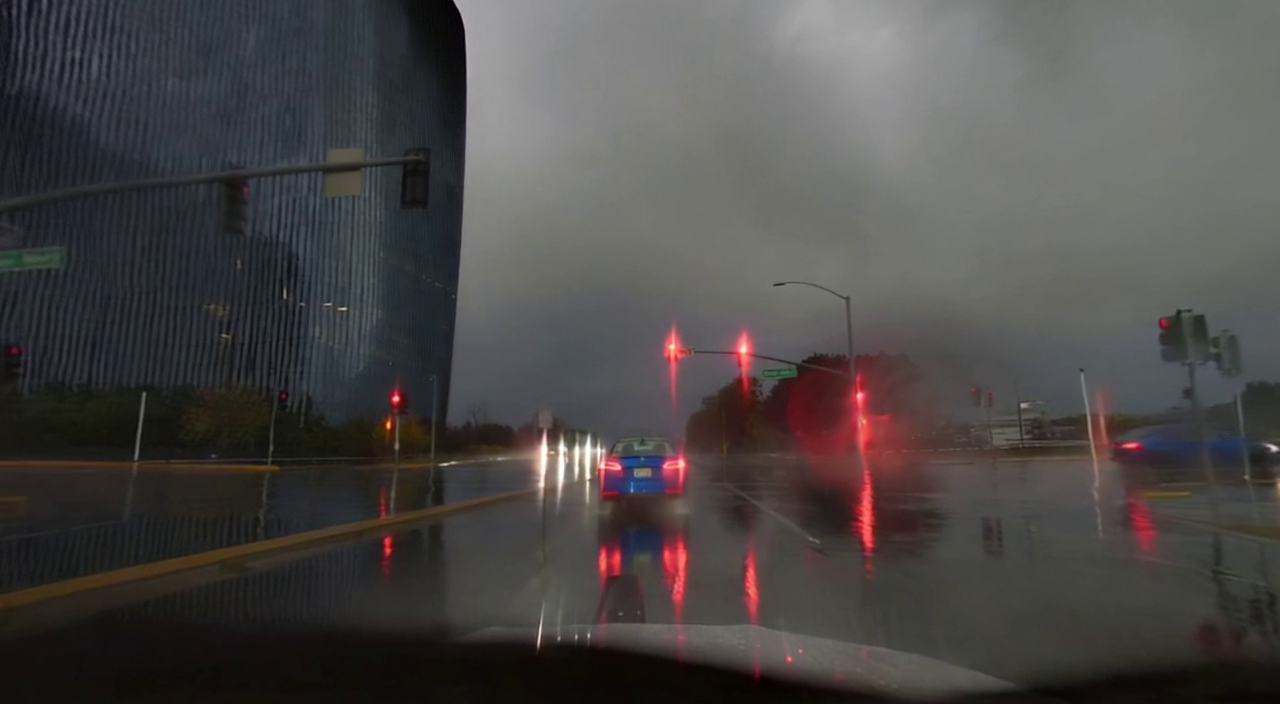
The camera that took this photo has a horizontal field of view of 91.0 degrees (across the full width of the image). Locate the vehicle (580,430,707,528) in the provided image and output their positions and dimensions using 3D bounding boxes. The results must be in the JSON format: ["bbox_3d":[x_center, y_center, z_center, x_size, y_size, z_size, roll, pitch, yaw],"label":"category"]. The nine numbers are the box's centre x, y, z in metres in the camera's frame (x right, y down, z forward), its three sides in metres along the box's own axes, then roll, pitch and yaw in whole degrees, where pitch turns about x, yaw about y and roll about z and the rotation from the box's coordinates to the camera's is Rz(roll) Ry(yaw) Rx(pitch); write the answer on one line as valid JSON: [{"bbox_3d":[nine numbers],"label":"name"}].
[{"bbox_3d":[0.161,2.330,12.105,2.014,1.525,4.197,0,-9,3],"label":"vehicle"}]

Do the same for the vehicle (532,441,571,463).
[{"bbox_3d":[-6.655,7.609,47.911,2.113,1.535,4.504,0,-9,2],"label":"vehicle"}]

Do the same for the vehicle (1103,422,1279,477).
[{"bbox_3d":[19.197,3.396,21.946,4.739,1.749,2.174,2,-9,-11],"label":"vehicle"}]
